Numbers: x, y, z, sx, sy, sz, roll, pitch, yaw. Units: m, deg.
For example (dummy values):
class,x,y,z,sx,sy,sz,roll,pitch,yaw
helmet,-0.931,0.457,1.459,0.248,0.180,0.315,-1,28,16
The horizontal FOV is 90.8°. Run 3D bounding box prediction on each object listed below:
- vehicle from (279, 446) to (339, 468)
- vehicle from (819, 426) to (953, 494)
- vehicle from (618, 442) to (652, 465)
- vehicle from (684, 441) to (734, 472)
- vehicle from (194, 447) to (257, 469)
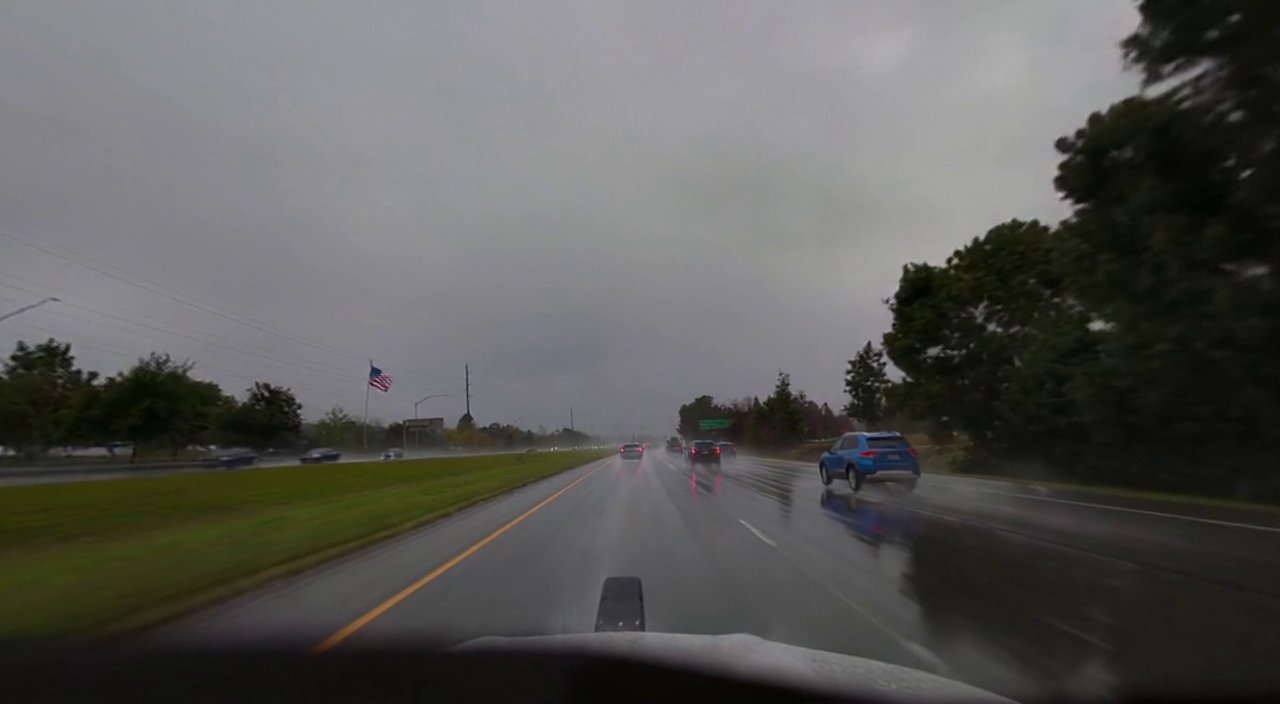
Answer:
class,x,y,z,sx,sy,sz,roll,pitch,yaw
vehicle,-24.898,7.900,47.701,1.966,1.487,4.820,0,-8,0
vehicle,7.283,3.245,19.363,2.114,1.800,4.779,0,-8,-1
vehicle,-0.297,6.576,41.069,2.085,1.449,3.860,0,-8,0
vehicle,3.498,5.371,32.766,1.978,1.488,4.252,0,-8,-1
vehicle,-32.394,8.302,49.520,1.853,1.601,4.465,0,-8,0
